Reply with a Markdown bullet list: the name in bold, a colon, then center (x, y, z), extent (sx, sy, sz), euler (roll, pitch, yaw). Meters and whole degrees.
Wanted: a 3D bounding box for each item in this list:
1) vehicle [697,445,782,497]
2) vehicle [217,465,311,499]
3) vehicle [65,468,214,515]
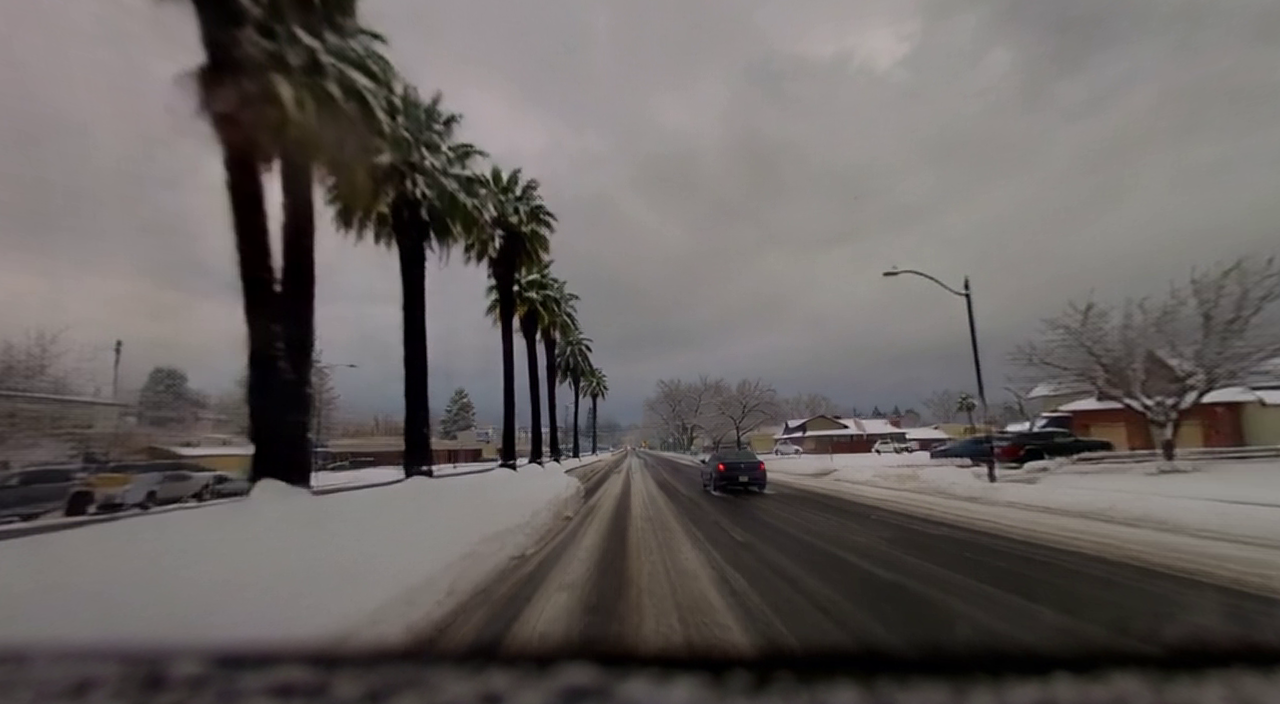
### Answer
- **vehicle**: center (3.088, 3.819, 20.640), extent (1.989, 1.492, 4.689), euler (0, -9, 0)
- **vehicle**: center (-19.167, 6.600, 32.466), extent (1.897, 1.482, 4.707), euler (0, -9, 0)
- **vehicle**: center (-19.141, 5.344, 24.547), extent (1.836, 1.476, 4.950), euler (0, -9, -1)
